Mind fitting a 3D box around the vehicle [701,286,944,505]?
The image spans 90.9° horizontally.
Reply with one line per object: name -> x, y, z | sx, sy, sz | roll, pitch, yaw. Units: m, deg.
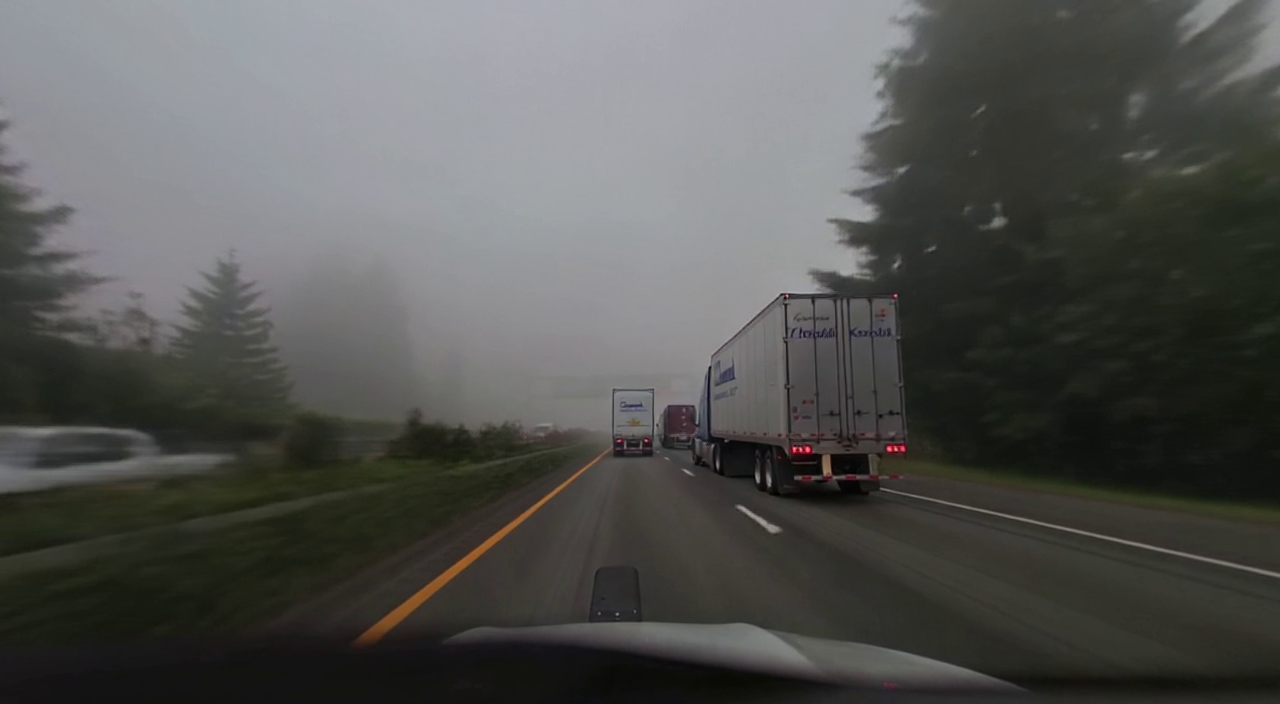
vehicle -> 4.121, 1.752, 19.135 | 2.856, 4.145, 14.500 | 0, -8, -1

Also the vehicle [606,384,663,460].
vehicle -> -0.371, 4.276, 37.522 | 2.958, 3.917, 10.196 | 0, -8, -1

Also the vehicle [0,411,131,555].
vehicle -> -8.698, 1.532, 7.217 | 1.997, 1.712, 4.498 | 0, -8, -1
